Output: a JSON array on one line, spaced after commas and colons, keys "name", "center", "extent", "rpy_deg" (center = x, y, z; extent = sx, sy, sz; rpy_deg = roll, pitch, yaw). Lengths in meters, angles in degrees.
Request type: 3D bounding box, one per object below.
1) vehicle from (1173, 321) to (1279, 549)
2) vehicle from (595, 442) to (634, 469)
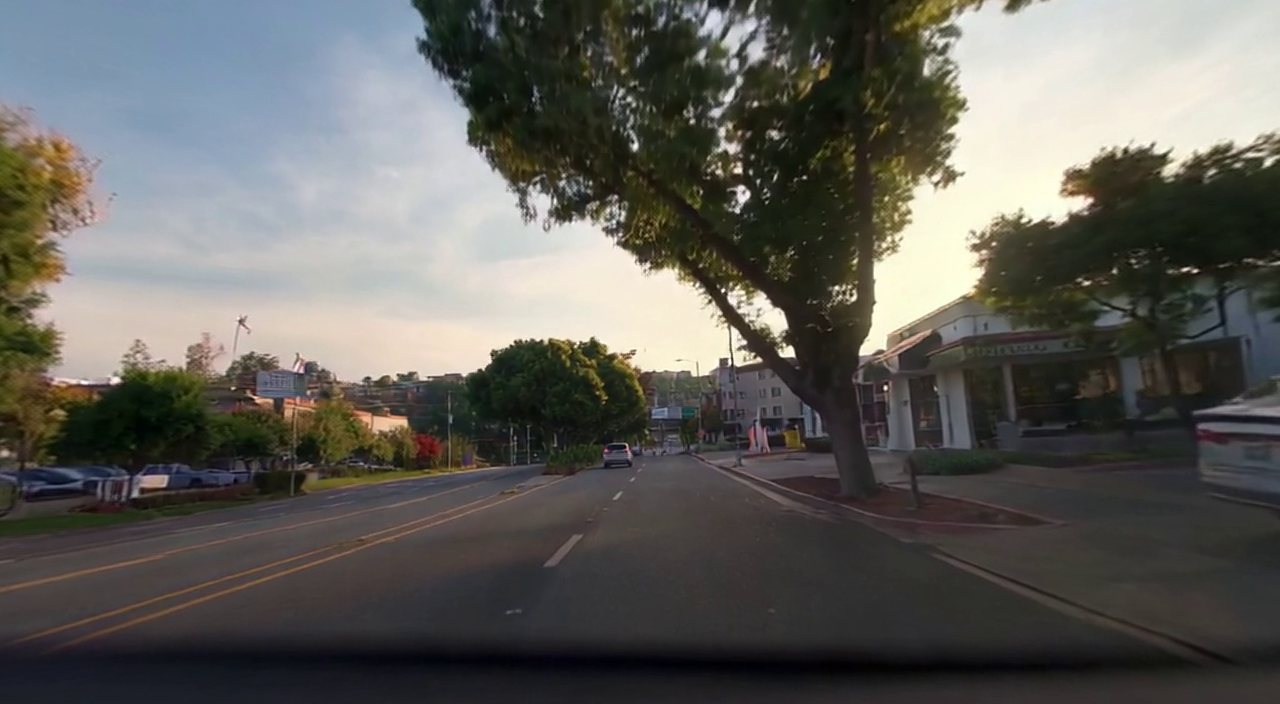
[{"name": "vehicle", "center": [7.875, 0.639, 4.907], "extent": [5.276, 1.850, 2.173], "rpy_deg": [-1, -9, 3]}, {"name": "vehicle", "center": [-1.656, 6.939, 42.461], "extent": [2.235, 1.719, 4.292], "rpy_deg": [-1, -8, 2]}]
